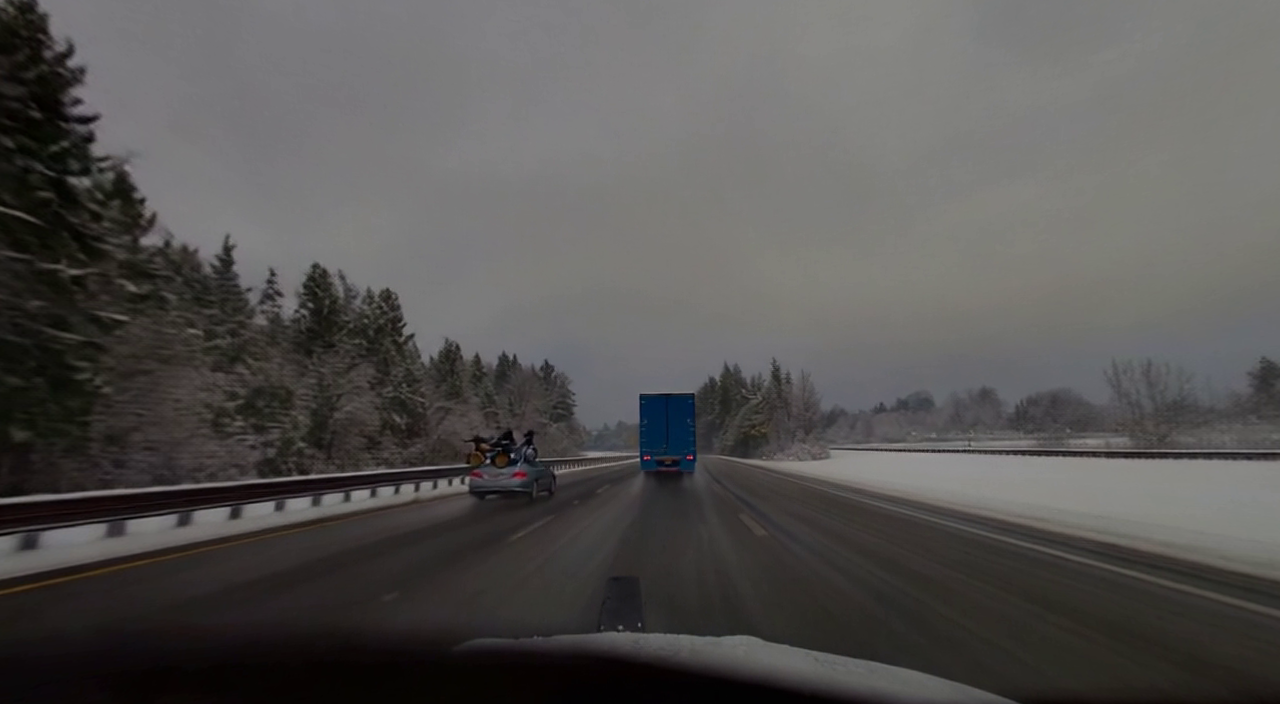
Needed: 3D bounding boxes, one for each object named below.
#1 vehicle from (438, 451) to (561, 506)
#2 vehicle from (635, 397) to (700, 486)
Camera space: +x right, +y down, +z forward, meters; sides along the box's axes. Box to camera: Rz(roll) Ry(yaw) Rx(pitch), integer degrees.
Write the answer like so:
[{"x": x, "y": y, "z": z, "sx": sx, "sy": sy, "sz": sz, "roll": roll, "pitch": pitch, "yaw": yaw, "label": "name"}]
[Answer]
[{"x": -3.854, "y": 3.565, "z": 18.358, "sx": 2.133, "sy": 1.358, "sz": 4.870, "roll": -1, "pitch": -9, "yaw": 5, "label": "vehicle"}, {"x": 1.556, "y": 4.619, "z": 32.251, "sx": 2.821, "sy": 3.878, "sz": 8.925, "roll": -1, "pitch": -9, "yaw": 5, "label": "vehicle"}]
